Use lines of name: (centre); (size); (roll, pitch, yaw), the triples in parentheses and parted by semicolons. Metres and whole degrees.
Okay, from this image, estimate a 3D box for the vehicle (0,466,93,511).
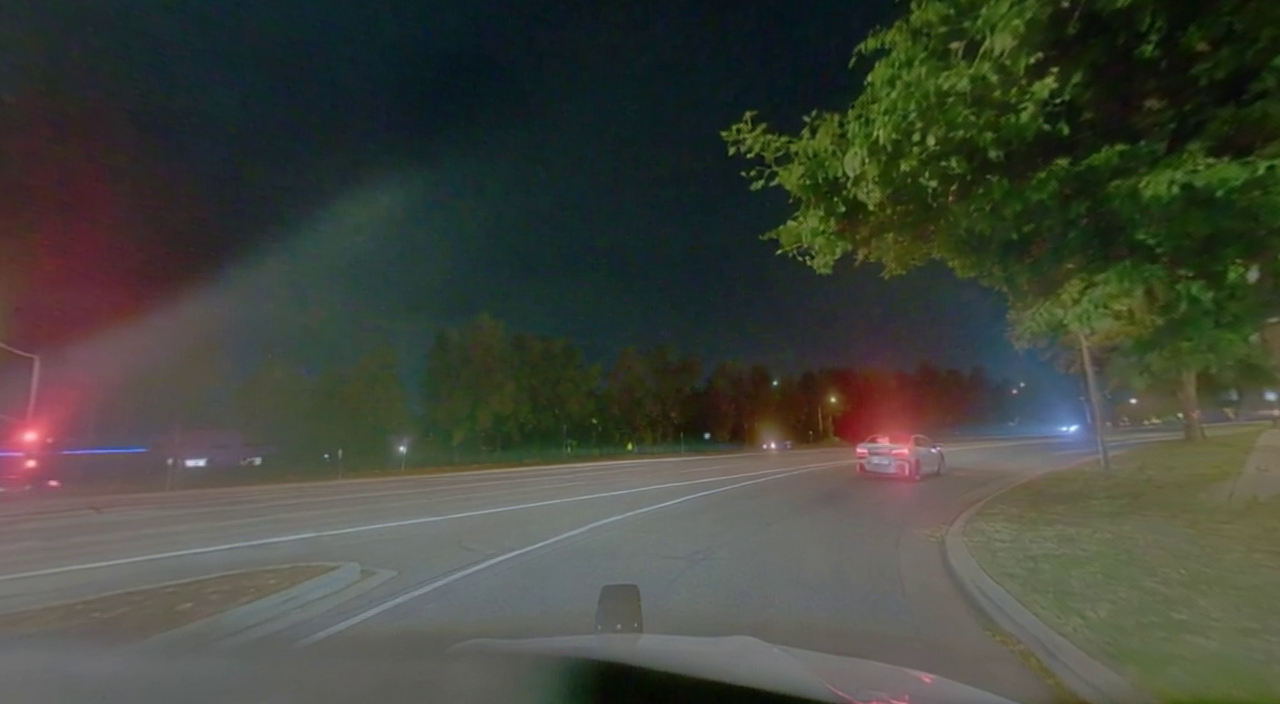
vehicle: (-22.606, 4.829, 22.220); (1.811, 1.444, 4.527); (-7, -10, 36)
